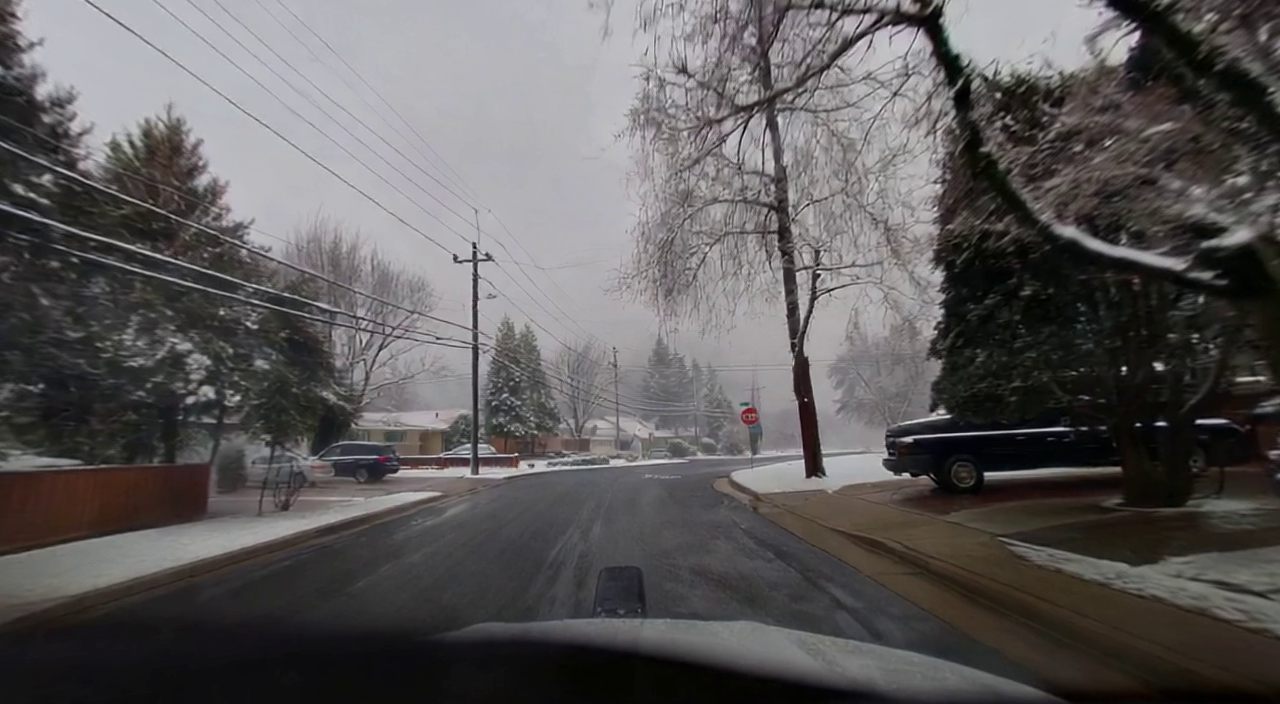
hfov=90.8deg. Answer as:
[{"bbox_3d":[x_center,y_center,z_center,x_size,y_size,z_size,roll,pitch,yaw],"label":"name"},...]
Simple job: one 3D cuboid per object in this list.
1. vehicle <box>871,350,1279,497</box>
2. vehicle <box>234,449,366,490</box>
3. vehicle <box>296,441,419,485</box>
[{"bbox_3d":[10.798,1.806,15.612,8.828,3.111,3.352,1,-8,0],"label":"vehicle"},{"bbox_3d":[-13.292,4.603,24.882,4.103,1.498,1.909,0,-9,2],"label":"vehicle"},{"bbox_3d":[-12.472,4.922,28.126,4.484,1.852,2.009,0,-9,-1],"label":"vehicle"}]
